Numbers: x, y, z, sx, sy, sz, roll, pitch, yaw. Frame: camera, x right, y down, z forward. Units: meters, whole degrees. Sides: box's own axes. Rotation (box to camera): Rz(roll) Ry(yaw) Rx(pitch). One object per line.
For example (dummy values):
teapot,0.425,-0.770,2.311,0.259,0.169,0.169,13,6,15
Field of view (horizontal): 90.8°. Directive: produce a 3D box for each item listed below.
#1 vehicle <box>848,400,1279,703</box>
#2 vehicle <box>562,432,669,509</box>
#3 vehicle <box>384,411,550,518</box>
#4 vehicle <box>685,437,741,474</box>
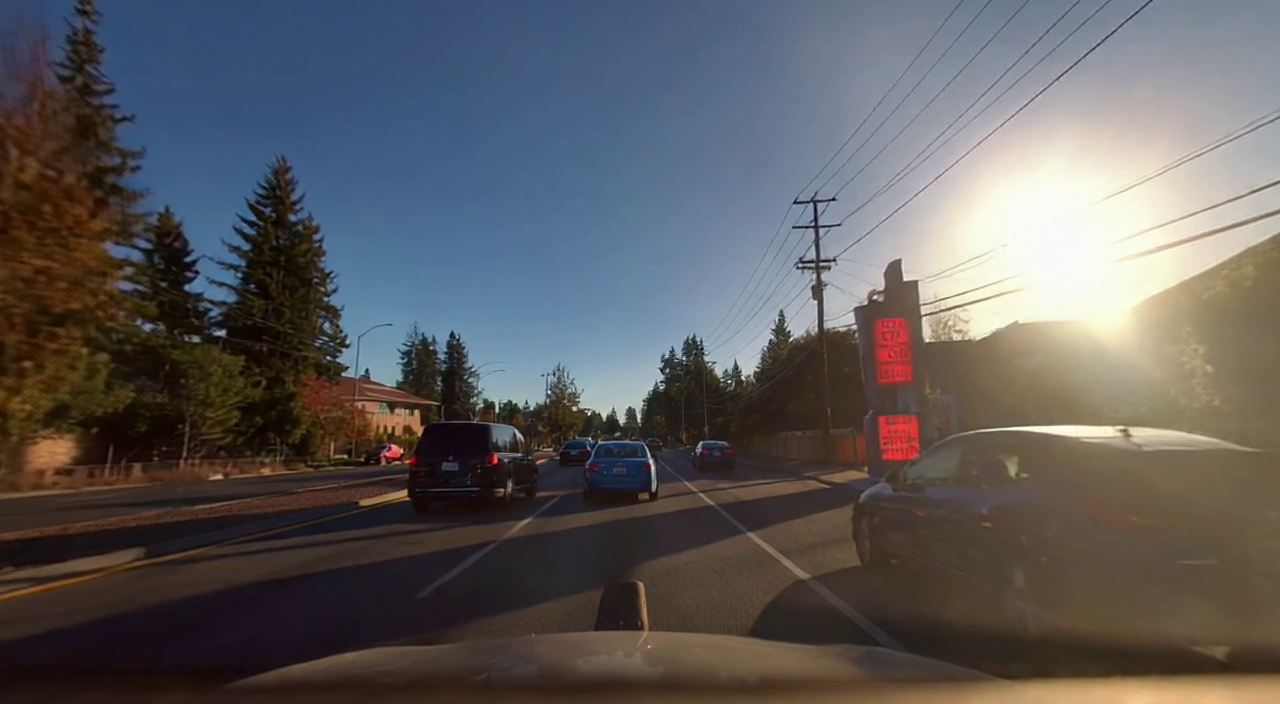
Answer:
vehicle,3.210,1.273,4.885,1.880,1.521,3.724,0,-9,-1
vehicle,-0.473,2.627,14.430,2.097,1.511,3.809,0,-9,0
vehicle,-3.356,2.316,13.422,2.092,1.839,4.736,0,-9,1
vehicle,3.168,4.614,28.356,1.878,1.479,4.461,0,-9,-2
